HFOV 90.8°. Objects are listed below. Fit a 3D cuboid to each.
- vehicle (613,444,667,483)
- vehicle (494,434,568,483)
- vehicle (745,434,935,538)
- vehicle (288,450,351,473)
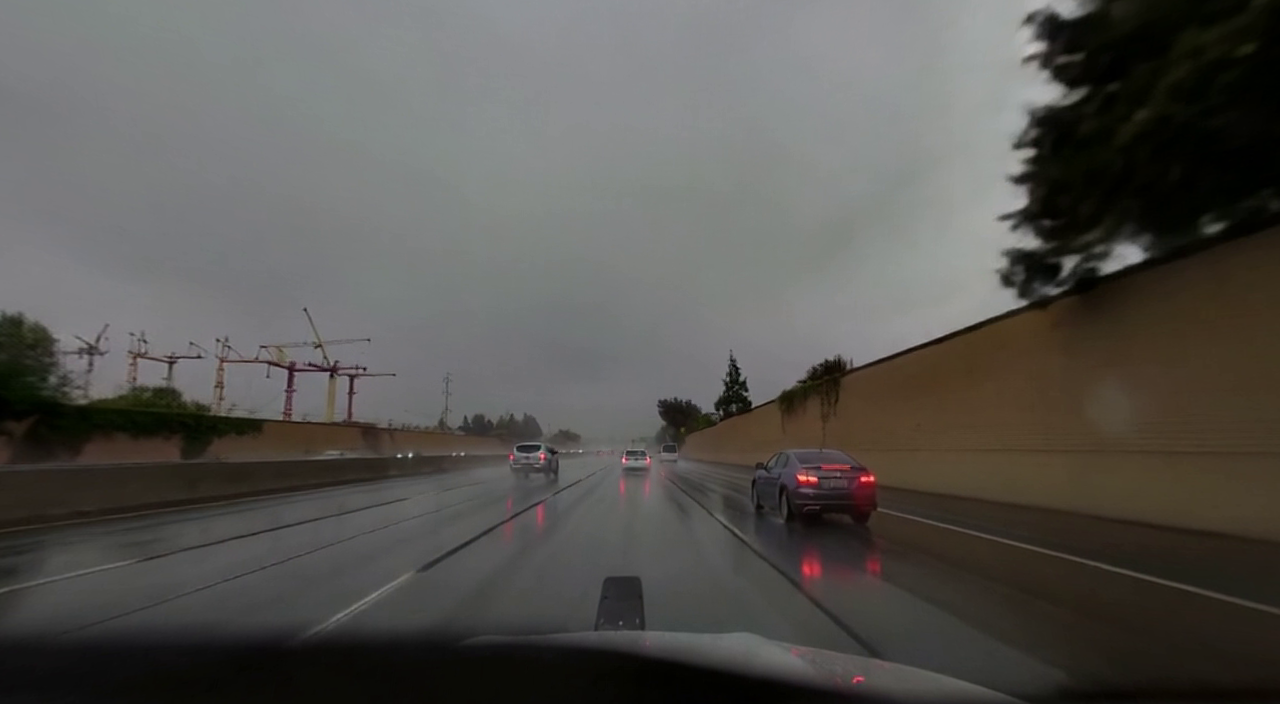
[{"bbox_3d":[-0.013,4.497,25.779,2.045,1.452,4.040,0,-8,-1],"label":"vehicle"},{"bbox_3d":[-4.237,4.238,25.388,2.121,1.775,4.335,0,-8,1],"label":"vehicle"},{"bbox_3d":[3.316,2.296,11.586,1.917,1.507,4.540,0,-8,-1],"label":"vehicle"},{"bbox_3d":[-22.721,7.785,45.000,1.882,1.487,4.861,0,-8,0],"label":"vehicle"}]
